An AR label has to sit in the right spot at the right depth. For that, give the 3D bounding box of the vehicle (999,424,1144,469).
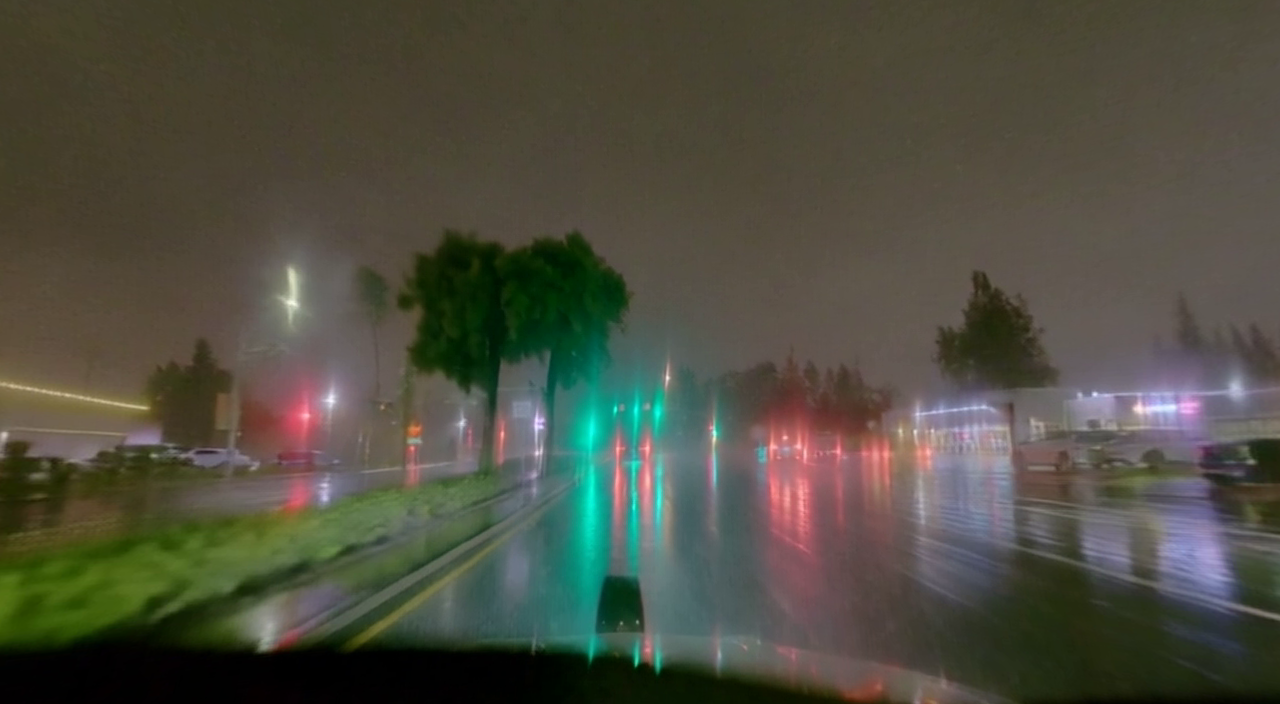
[{"bbox_3d":[18.753,4.167,27.947,2.253,1.771,5.722,0,-8,-2],"label":"vehicle"}]

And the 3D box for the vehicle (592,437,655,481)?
[{"bbox_3d":[-0.652,4.011,23.941,2.185,1.473,3.925,0,-8,-3],"label":"vehicle"}]

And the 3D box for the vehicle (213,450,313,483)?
[{"bbox_3d":[-19.384,5.876,32.852,2.083,1.481,5.103,0,-8,0],"label":"vehicle"}]

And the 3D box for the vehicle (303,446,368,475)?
[{"bbox_3d":[-19.256,6.847,40.161,1.896,1.620,4.542,-2,-8,0],"label":"vehicle"}]

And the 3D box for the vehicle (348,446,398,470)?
[{"bbox_3d":[-19.479,7.729,46.309,1.905,1.698,4.408,0,-8,-3],"label":"vehicle"}]

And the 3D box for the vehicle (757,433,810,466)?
[{"bbox_3d":[10.127,6.941,45.123,2.266,2.118,5.742,0,-8,-1],"label":"vehicle"}]

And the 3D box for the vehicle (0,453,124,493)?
[{"bbox_3d":[-24.721,5.043,26.651,1.893,1.451,4.809,0,-8,-1],"label":"vehicle"}]

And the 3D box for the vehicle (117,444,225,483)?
[{"bbox_3d":[-24.272,5.750,32.994,1.985,1.821,4.774,0,-8,-1],"label":"vehicle"}]
